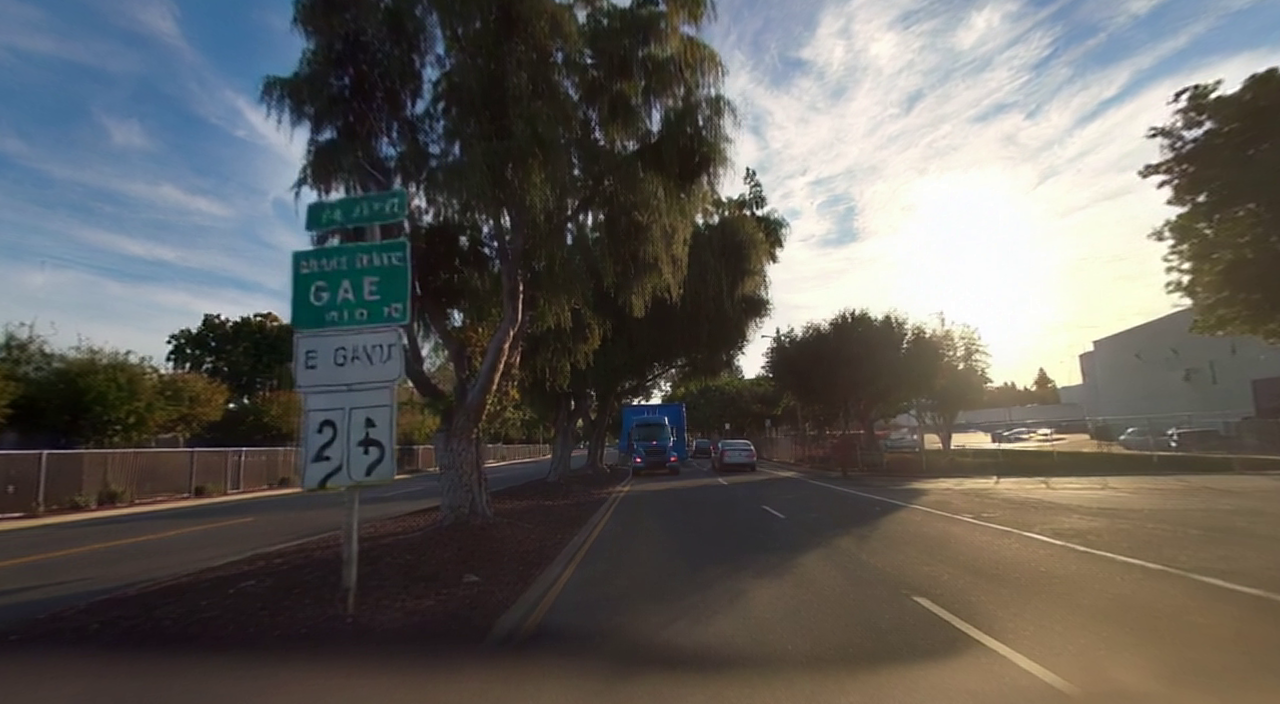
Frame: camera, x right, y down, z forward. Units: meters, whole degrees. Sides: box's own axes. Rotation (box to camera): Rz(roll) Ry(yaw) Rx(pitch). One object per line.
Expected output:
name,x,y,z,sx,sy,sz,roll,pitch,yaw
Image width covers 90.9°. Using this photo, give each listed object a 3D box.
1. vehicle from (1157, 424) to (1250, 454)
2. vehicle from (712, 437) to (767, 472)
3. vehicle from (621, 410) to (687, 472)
vehicle,37.485,5.866,42.162,2.389,1.806,5.792,-3,-9,18
vehicle,5.114,5.329,32.964,2.151,1.662,4.543,0,-8,1
vehicle,0.727,4.839,34.201,3.197,2.963,7.055,0,-8,1
